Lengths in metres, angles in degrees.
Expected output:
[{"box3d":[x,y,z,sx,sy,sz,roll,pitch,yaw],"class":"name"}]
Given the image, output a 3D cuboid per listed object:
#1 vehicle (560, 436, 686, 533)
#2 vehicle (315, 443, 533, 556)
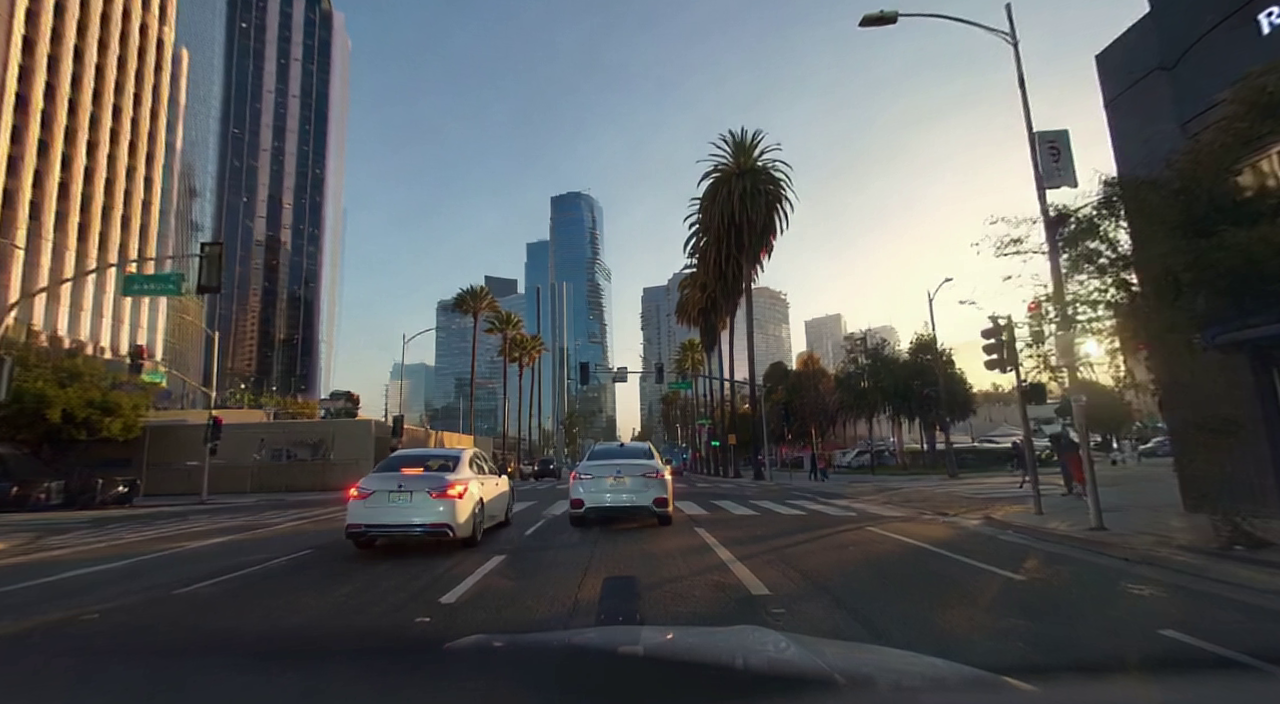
[{"box3d":[-0.326,2.555,12.736,2.145,1.632,3.972,0,-9,-1],"class":"vehicle"},{"box3d":[-3.292,2.332,10.823,2.096,1.492,4.666,0,-9,0],"class":"vehicle"}]
